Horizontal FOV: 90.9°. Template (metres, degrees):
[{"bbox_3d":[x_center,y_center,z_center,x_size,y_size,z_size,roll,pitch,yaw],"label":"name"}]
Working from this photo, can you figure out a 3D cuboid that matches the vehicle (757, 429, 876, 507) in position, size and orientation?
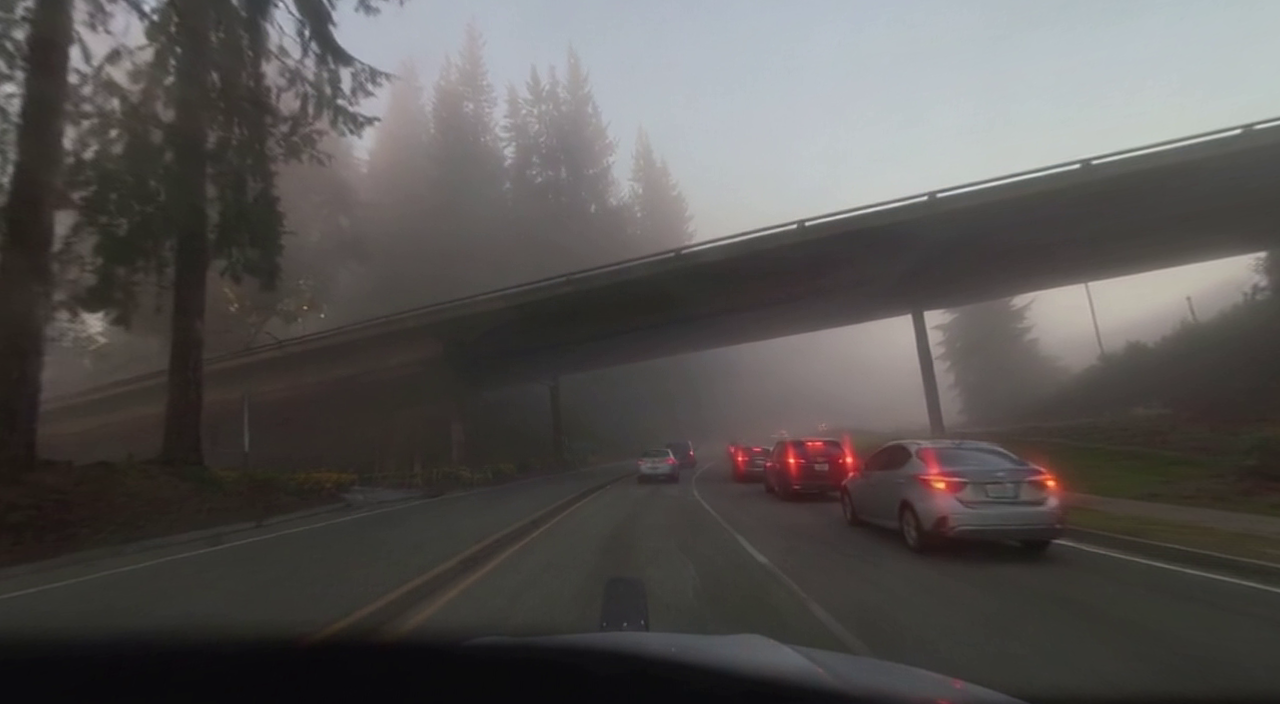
[{"bbox_3d":[4.417,2.981,16.566,1.947,1.745,4.452,-1,-9,2],"label":"vehicle"}]

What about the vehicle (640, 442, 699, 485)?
[{"bbox_3d":[1.220,4.253,24.288,2.078,1.506,4.058,-1,-9,5],"label":"vehicle"}]

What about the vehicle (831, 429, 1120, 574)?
[{"bbox_3d":[4.176,1.895,8.697,1.911,1.525,3.755,-1,-9,1],"label":"vehicle"}]
